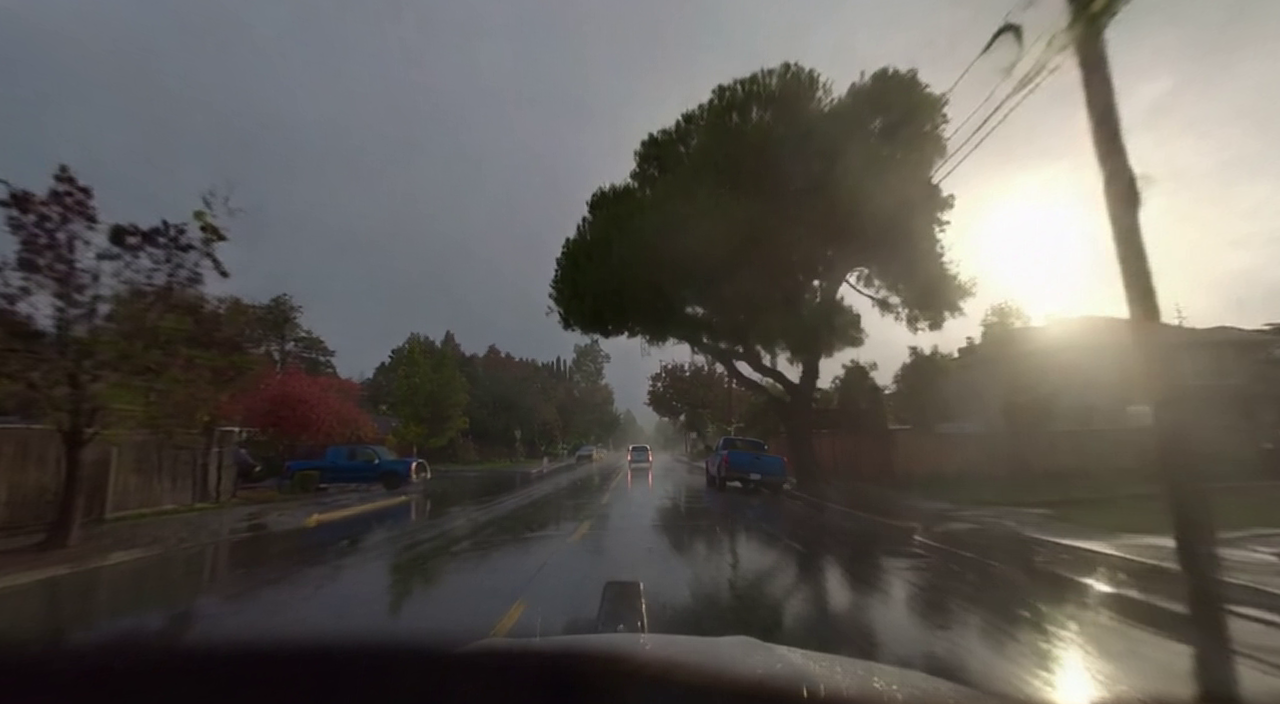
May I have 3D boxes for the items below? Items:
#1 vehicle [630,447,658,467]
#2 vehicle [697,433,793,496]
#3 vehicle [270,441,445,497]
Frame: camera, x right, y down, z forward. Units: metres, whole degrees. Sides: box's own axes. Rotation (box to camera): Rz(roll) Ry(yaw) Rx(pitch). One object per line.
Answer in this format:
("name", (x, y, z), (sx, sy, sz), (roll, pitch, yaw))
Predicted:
("vehicle", (0.324, 8.009, 48.278), (2.064, 1.477, 3.968), (0, -9, 1))
("vehicle", (3.475, 3.864, 22.240), (2.394, 1.901, 5.759), (0, -9, 0))
("vehicle", (-9.476, 3.950, 21.479), (4.947, 1.769, 2.023), (0, -9, 2))
